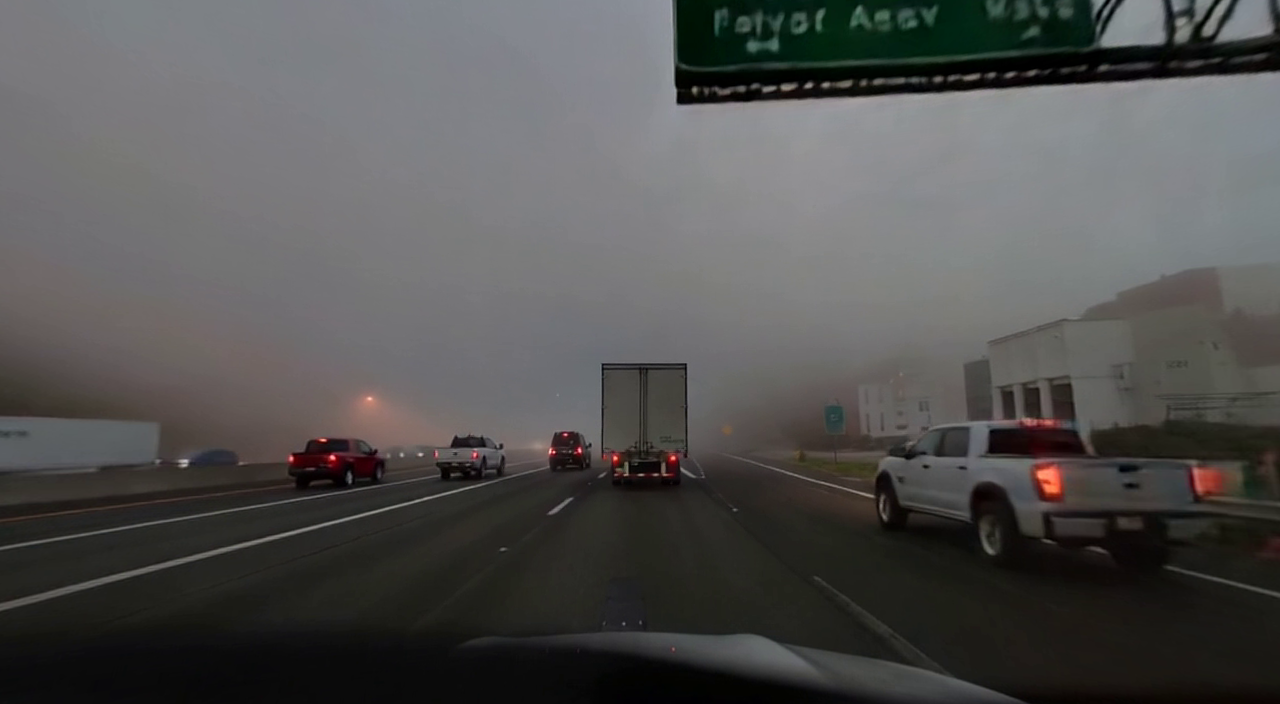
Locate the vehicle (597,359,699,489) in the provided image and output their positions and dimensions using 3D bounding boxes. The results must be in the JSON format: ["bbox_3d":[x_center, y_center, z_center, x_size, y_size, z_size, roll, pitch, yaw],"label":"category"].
[{"bbox_3d":[0.160,2.815,23.321,2.941,3.794,9.851,0,-9,-1],"label":"vehicle"}]

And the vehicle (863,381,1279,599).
[{"bbox_3d":[4.647,1.504,7.711,2.137,1.796,4.817,0,-9,1],"label":"vehicle"}]

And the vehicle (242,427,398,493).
[{"bbox_3d":[-10.307,3.546,21.070,2.089,1.885,5.888,0,-9,0],"label":"vehicle"}]

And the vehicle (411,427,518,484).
[{"bbox_3d":[-6.711,4.066,25.094,2.479,1.978,5.952,0,-9,1],"label":"vehicle"}]

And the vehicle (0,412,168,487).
[{"bbox_3d":[-28.747,4.597,29.759,2.781,3.208,13.296,0,-9,0],"label":"vehicle"}]

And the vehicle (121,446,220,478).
[{"bbox_3d":[-24.245,5.672,32.794,1.829,1.494,4.369,0,-9,0],"label":"vehicle"}]

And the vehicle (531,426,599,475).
[{"bbox_3d":[-3.364,4.644,29.829,2.379,2.075,6.169,0,-9,1],"label":"vehicle"}]
